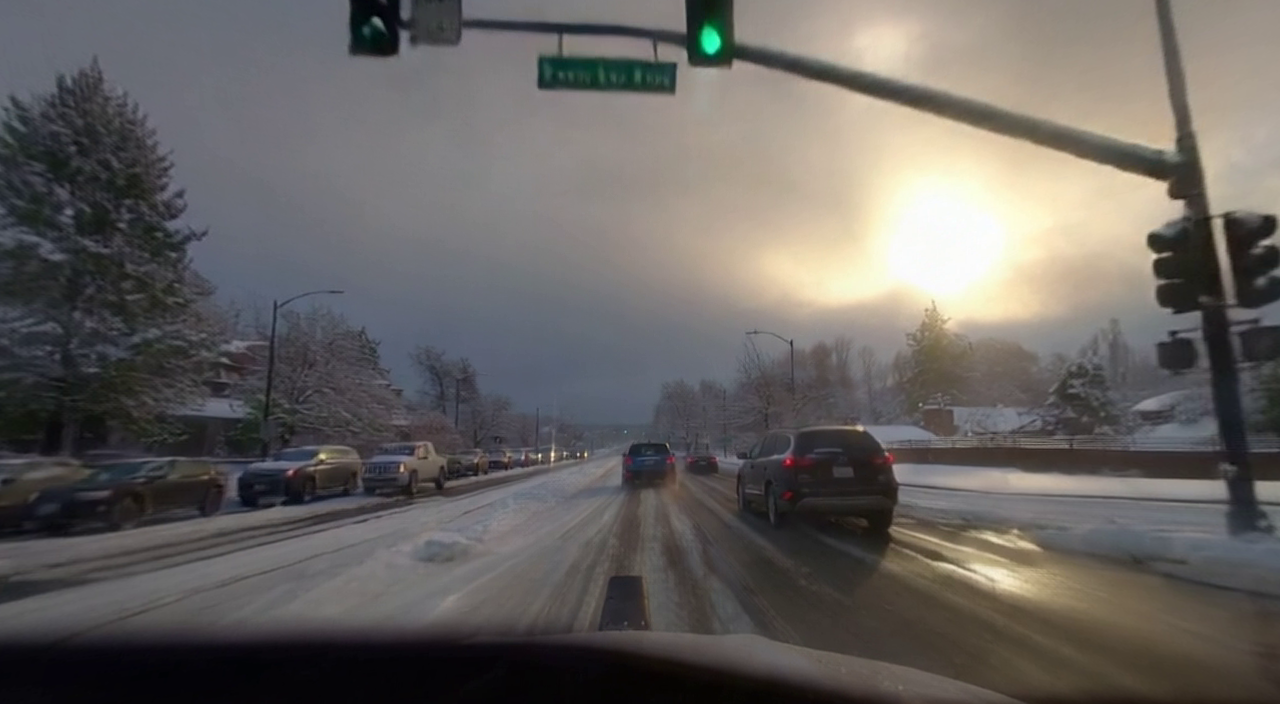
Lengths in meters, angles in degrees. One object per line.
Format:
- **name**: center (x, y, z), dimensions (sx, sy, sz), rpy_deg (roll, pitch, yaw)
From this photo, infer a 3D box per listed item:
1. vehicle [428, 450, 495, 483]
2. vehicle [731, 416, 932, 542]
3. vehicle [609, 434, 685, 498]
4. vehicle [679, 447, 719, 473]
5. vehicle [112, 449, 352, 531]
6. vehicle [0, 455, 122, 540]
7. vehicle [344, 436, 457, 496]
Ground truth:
- **vehicle**: center (-8.651, 5.565, 30.960), dimensions (1.923, 1.433, 4.450), rpy_deg (0, -8, 1)
- **vehicle**: center (3.109, 2.166, 11.398), dimensions (2.166, 1.799, 4.372), rpy_deg (0, -8, -1)
- **vehicle**: center (0.200, 3.644, 20.577), dimensions (2.185, 1.822, 4.391), rpy_deg (0, -8, 0)
- **vehicle**: center (3.695, 6.843, 40.248), dimensions (2.096, 1.489, 4.757), rpy_deg (0, -8, 0)
- **vehicle**: center (-8.458, 2.861, 13.774), dimensions (2.083, 1.420, 4.702), rpy_deg (0, -8, 0)
- **vehicle**: center (-12.419, 2.675, 11.578), dimensions (1.959, 1.450, 4.487), rpy_deg (0, -8, 0)
- **vehicle**: center (-8.652, 4.141, 23.351), dimensions (2.182, 1.939, 4.889), rpy_deg (0, -8, 1)
